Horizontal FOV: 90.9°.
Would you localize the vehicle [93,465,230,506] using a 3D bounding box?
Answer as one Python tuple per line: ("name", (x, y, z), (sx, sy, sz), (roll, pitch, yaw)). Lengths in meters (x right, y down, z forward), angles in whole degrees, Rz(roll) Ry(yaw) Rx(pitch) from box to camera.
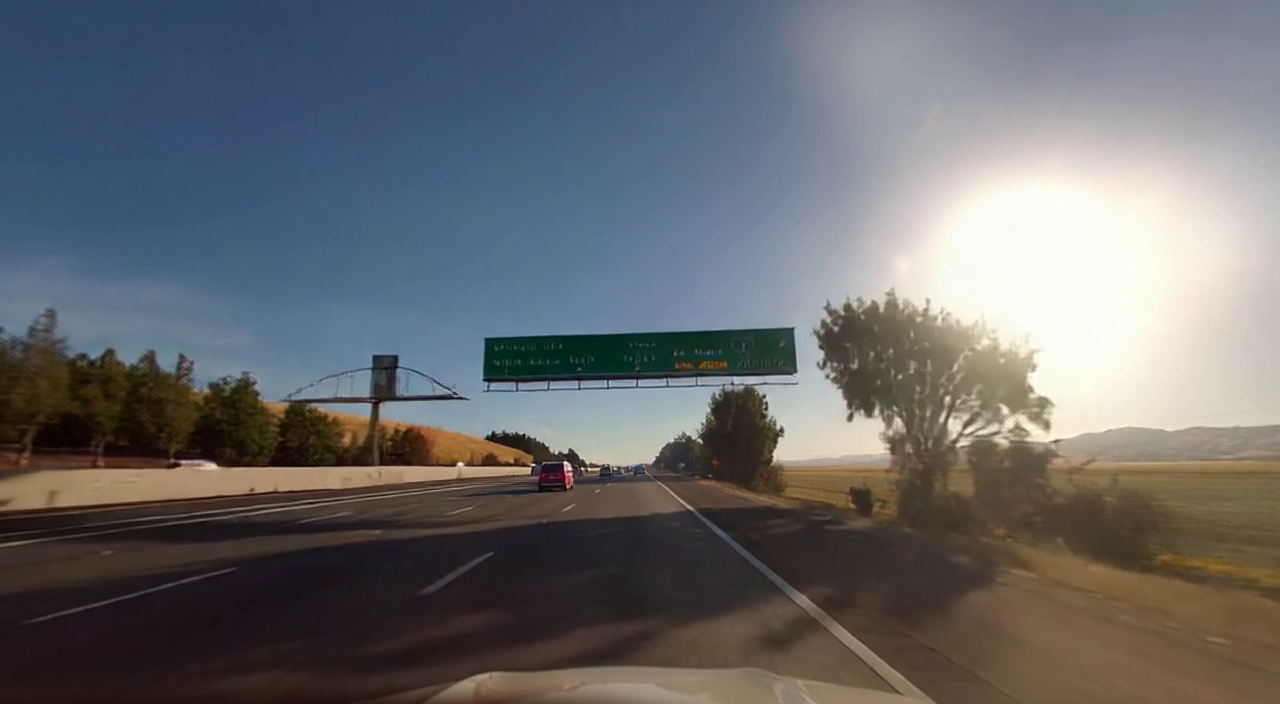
("vehicle", (-19.166, 5.339, 25.558), (1.862, 1.447, 4.666), (1, -10, 0))
